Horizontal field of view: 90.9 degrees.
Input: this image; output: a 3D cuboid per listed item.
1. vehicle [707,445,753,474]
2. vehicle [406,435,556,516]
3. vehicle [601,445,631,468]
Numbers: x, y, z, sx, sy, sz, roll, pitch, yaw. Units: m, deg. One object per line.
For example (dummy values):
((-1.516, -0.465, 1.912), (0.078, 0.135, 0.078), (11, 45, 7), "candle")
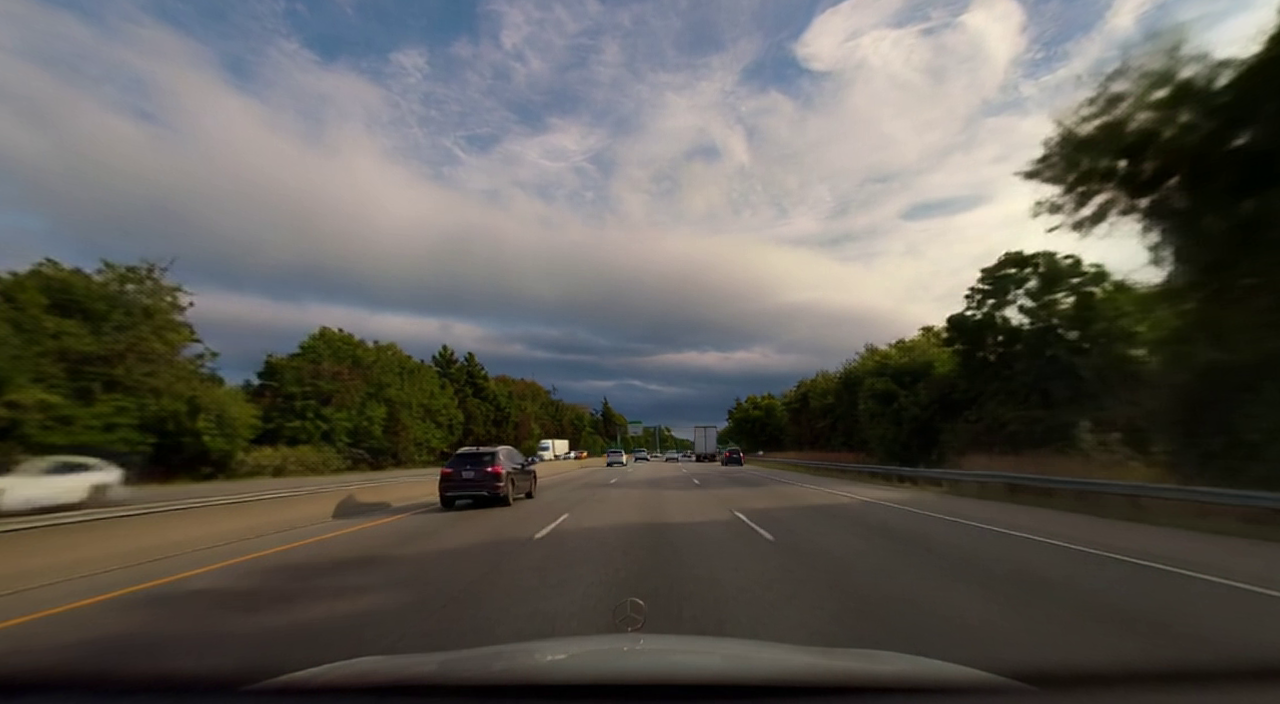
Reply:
((5.199, 6.287, 36.922), (2.176, 1.598, 3.878), (0, -9, 1), "vehicle")
((-3.366, 2.741, 14.505), (2.085, 1.530, 4.809), (0, -9, 2), "vehicle")
((-1.815, 8.137, 49.156), (2.017, 1.683, 4.309), (-1, -9, 3), "vehicle")
